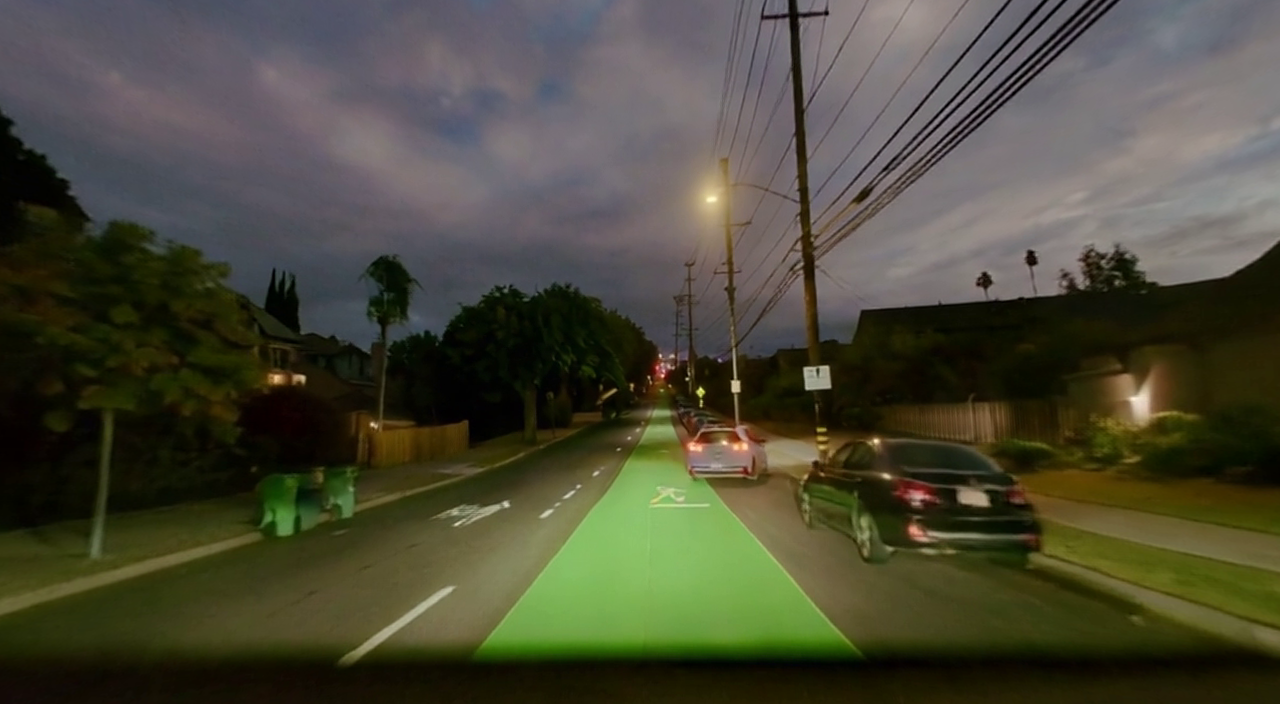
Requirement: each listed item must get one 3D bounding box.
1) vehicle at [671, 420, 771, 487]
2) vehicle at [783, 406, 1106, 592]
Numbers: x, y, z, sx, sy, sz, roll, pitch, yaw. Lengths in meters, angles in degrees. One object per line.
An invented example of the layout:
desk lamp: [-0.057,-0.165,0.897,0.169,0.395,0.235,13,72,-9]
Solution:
vehicle: [2.333,2.653,16.882,2.235,1.500,4.496,0,-8,13]
vehicle: [3.313,1.670,8.112,1.909,1.694,4.472,0,-8,0]
